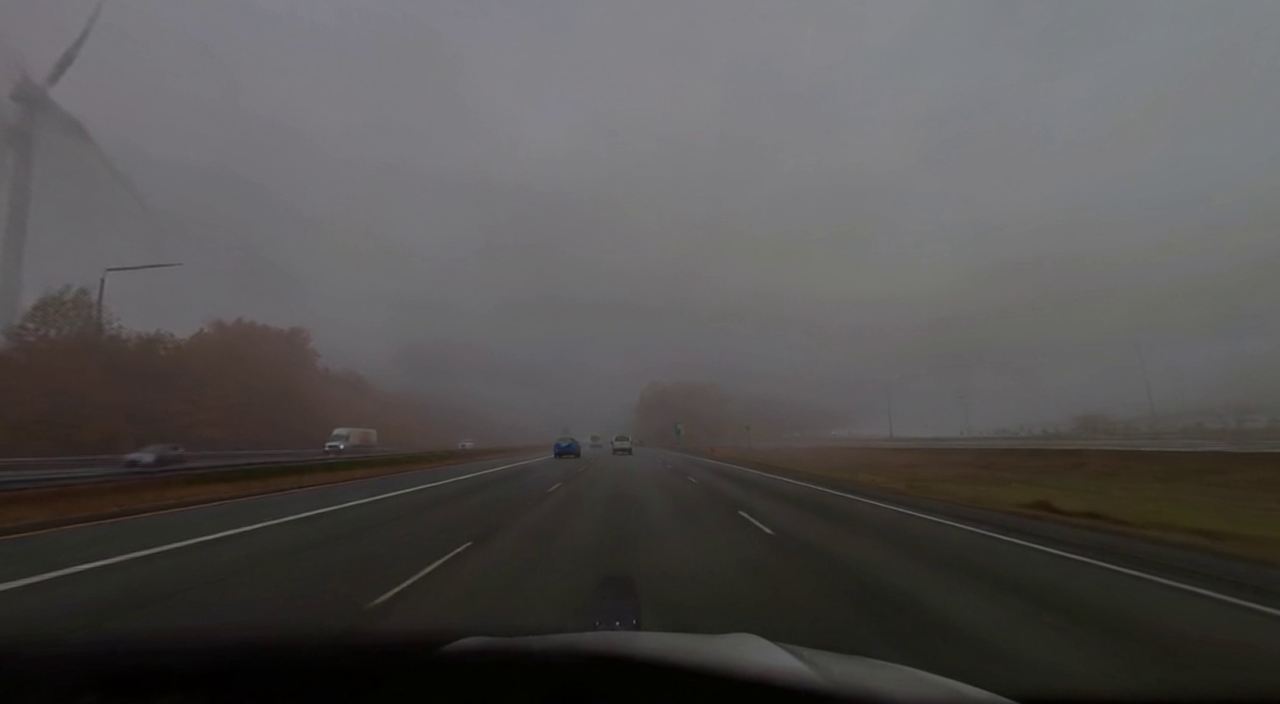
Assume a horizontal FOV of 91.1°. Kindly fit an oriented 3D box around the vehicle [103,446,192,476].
[{"bbox_3d":[-28.755,6.364,36.917,1.851,1.595,4.296,0,-8,-3],"label":"vehicle"}]

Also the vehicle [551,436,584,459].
[{"bbox_3d":[-5.432,7.181,47.422,2.062,1.622,4.153,0,-8,-1],"label":"vehicle"}]

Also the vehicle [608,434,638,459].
[{"bbox_3d":[-1.311,7.316,48.829,2.213,1.774,4.563,0,-8,-1],"label":"vehicle"}]
